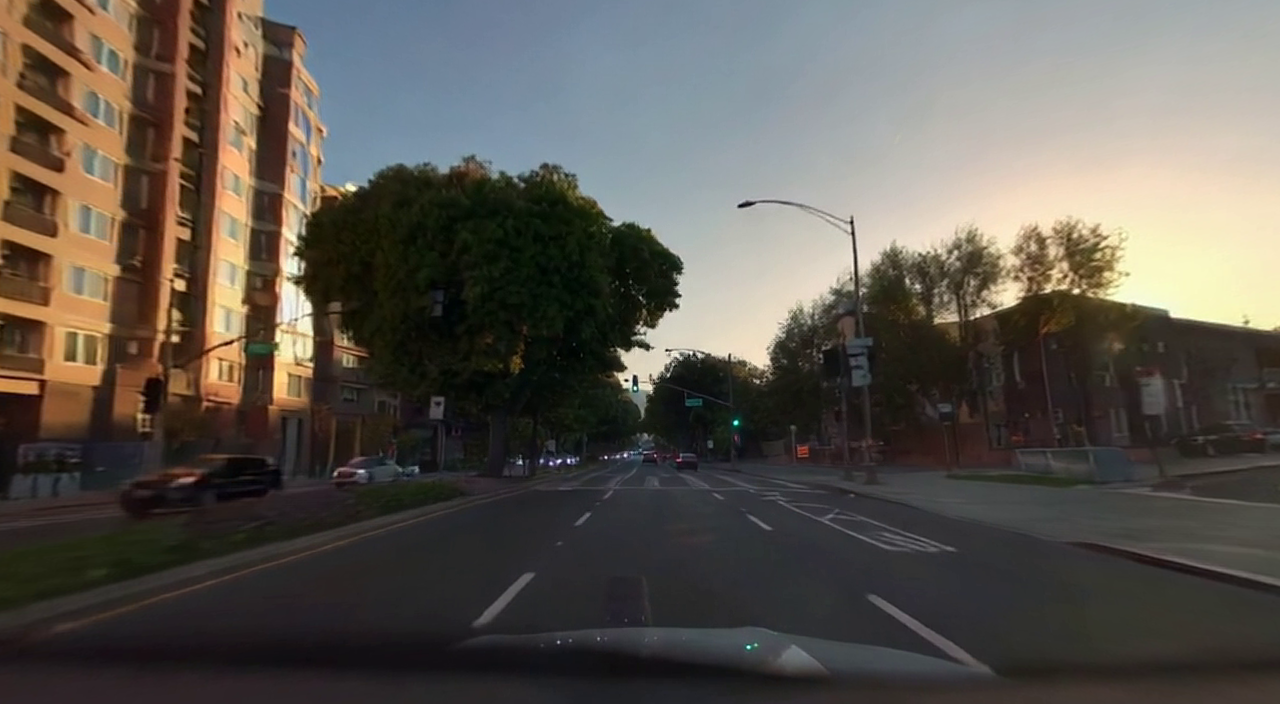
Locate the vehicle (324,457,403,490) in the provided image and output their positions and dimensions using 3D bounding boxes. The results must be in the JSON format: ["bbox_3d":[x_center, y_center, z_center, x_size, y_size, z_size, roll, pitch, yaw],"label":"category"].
[{"bbox_3d":[-13.612,5.959,31.278,1.833,1.444,4.325,0,-9,2],"label":"vehicle"}]

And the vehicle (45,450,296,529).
[{"bbox_3d":[-10.388,3.038,14.577,2.004,1.469,4.724,-1,-9,3],"label":"vehicle"}]
